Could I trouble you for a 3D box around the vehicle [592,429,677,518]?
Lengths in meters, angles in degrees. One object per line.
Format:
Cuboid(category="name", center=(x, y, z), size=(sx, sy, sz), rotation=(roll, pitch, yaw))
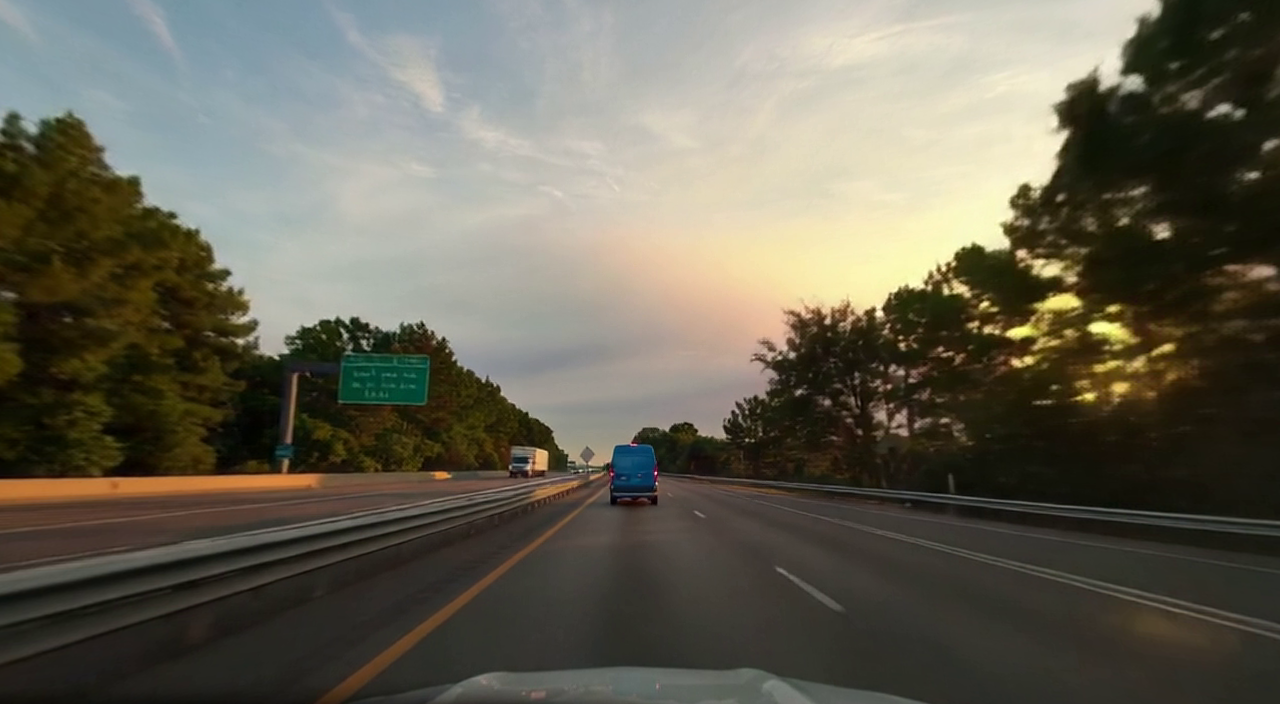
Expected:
Cuboid(category="vehicle", center=(-0.304, 3.980, 20.882), size=(2.375, 2.432, 6.161), rotation=(1, -10, -3))
